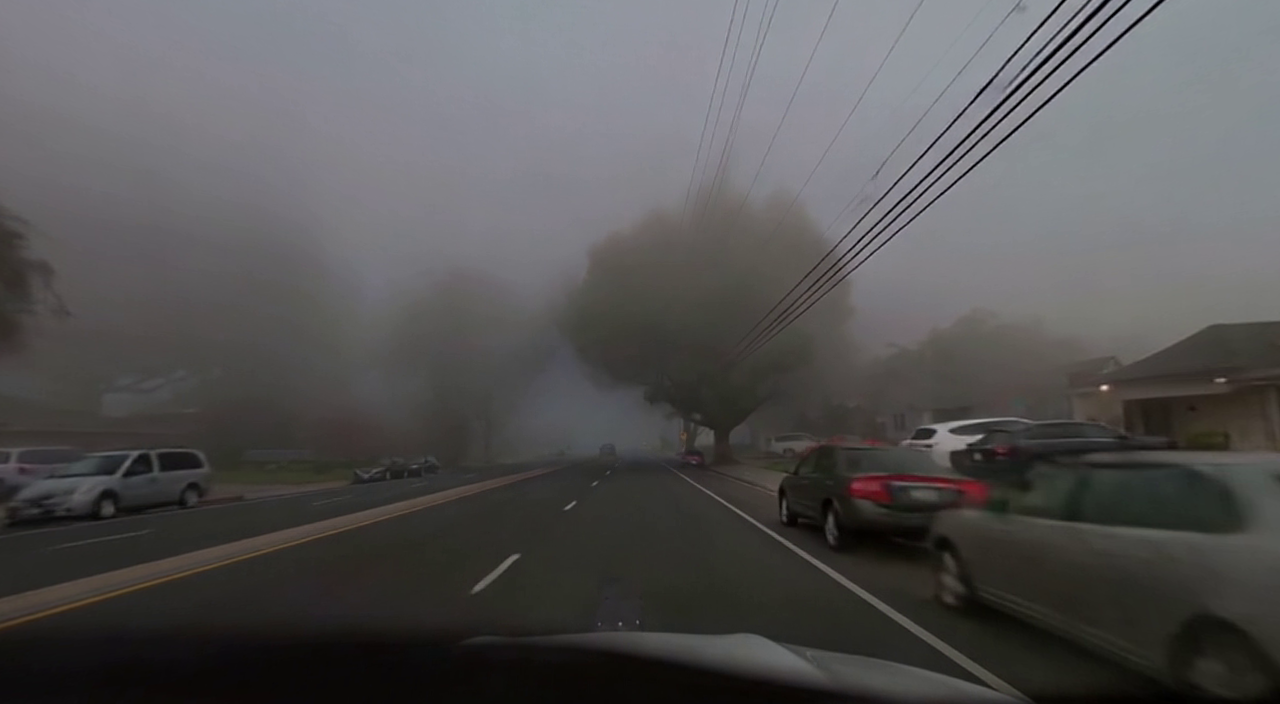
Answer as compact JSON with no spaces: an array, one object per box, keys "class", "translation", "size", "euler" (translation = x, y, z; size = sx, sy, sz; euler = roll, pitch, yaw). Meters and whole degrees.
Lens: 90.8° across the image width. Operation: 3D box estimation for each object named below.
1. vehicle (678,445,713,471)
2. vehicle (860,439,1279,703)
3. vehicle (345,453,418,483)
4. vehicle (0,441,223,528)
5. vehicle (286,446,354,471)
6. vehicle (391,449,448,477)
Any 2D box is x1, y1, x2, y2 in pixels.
[{"class":"vehicle","translation":[3.550,6.871,41.165],"size":[1.855,1.518,4.707],"euler":[0,-9,0]},{"class":"vehicle","translation":[3.083,1.232,3.582],"size":[1.866,1.414,4.604],"euler":[0,-9,-2]},{"class":"vehicle","translation":[-14.060,6.324,34.656],"size":[2.011,1.480,4.644],"euler":[0,-9,0]},{"class":"vehicle","translation":[-13.625,3.347,16.706],"size":[2.137,1.852,4.541],"euler":[-2,-8,-1]},{"class":"vehicle","translation":[-22.526,7.533,44.513],"size":[3.803,1.528,1.812],"euler":[-3,-10,-2]},{"class":"vehicle","translation":[-13.882,6.999,40.040],"size":[1.916,1.632,4.440],"euler":[0,-9,1]}]
